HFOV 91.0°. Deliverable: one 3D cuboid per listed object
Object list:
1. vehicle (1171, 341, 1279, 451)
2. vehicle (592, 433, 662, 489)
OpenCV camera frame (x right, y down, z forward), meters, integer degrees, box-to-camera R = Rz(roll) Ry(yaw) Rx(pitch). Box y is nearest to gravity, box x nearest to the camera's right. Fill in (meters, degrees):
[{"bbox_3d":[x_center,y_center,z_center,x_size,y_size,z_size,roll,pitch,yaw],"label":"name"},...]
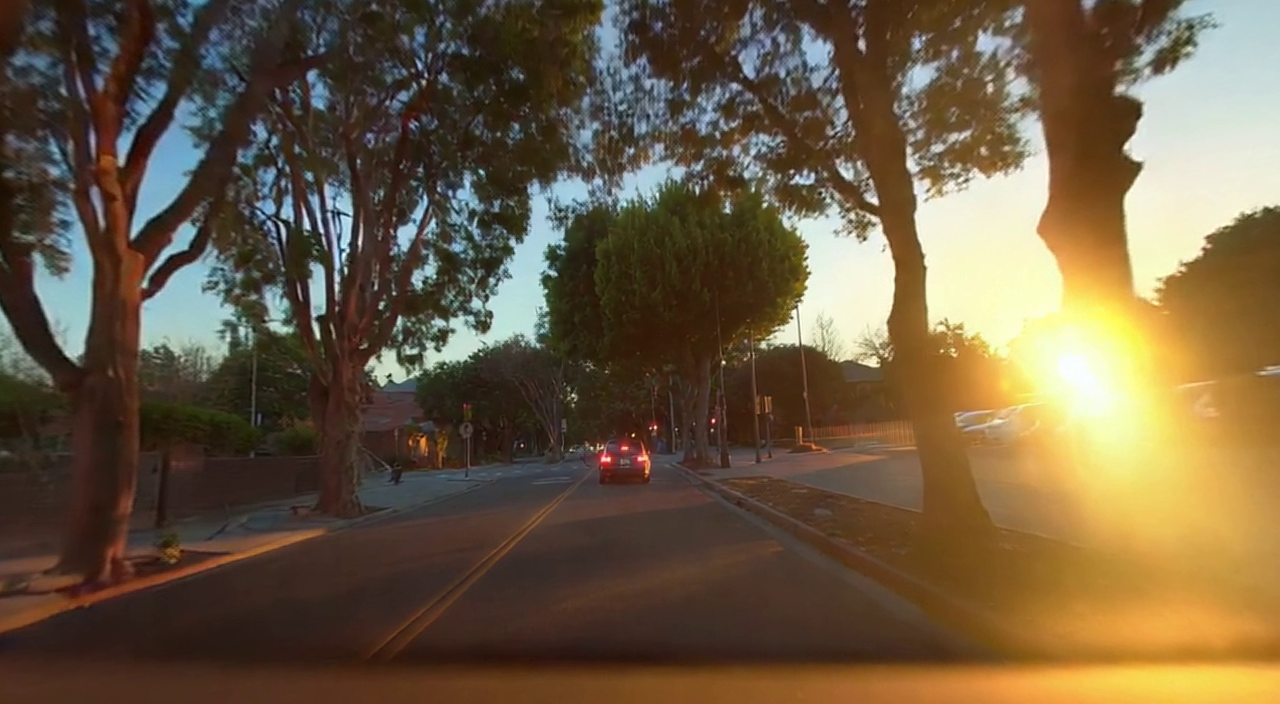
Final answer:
[{"bbox_3d":[11.687,0.671,9.974,4.559,1.619,1.855,-3,-9,6],"label":"vehicle"},{"bbox_3d":[-0.391,3.633,21.349,2.142,1.686,3.816,-1,-8,1],"label":"vehicle"}]
